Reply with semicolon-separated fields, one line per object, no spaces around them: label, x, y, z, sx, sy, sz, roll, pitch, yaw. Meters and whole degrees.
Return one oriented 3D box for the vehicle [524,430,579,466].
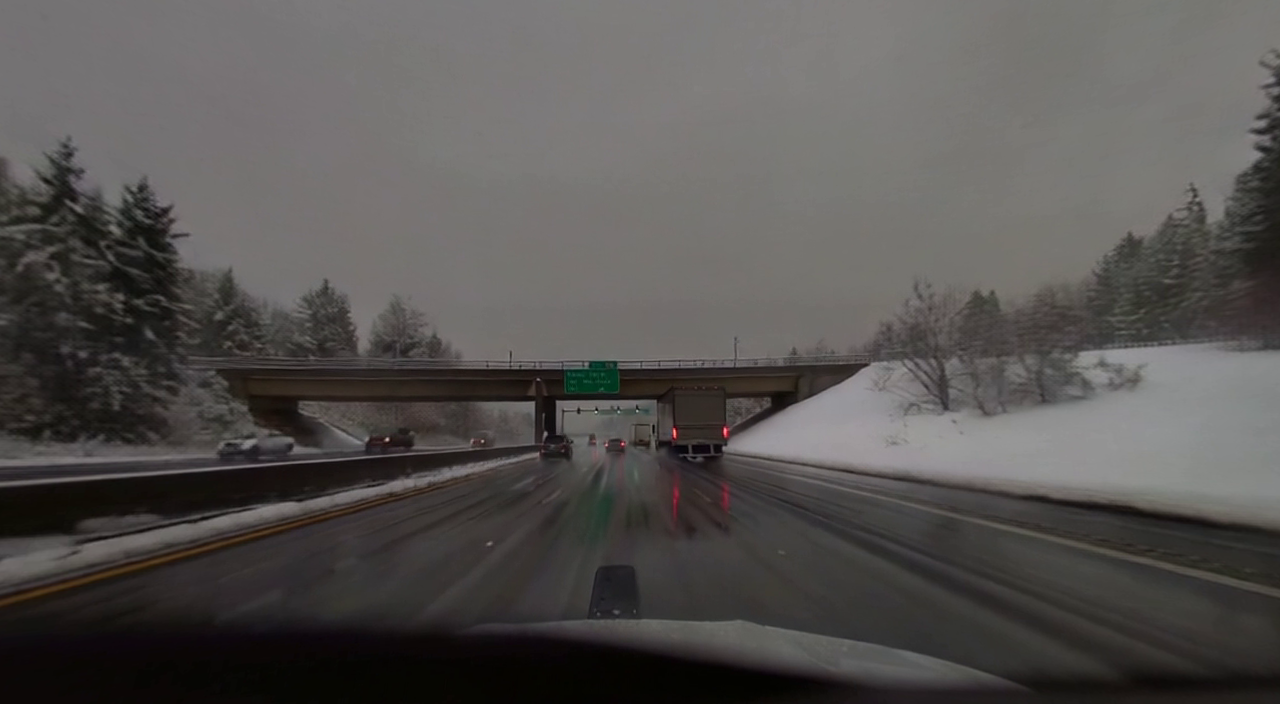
vehicle;-4.535;5.000;32.905;2.377;1.747;4.703;0;-8;-2

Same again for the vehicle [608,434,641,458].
vehicle;-1.109;6.445;43.114;2.125;1.542;3.816;0;-8;-3

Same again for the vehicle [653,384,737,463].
vehicle;2.972;4.629;39.261;3.301;4.034;13.722;0;-8;-3

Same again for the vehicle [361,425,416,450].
vehicle;-17.268;5.920;43.433;1.994;1.613;4.783;0;-8;-2

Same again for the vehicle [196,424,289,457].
vehicle;-20.652;4.650;32.986;2.036;1.558;4.580;0;-8;-3
